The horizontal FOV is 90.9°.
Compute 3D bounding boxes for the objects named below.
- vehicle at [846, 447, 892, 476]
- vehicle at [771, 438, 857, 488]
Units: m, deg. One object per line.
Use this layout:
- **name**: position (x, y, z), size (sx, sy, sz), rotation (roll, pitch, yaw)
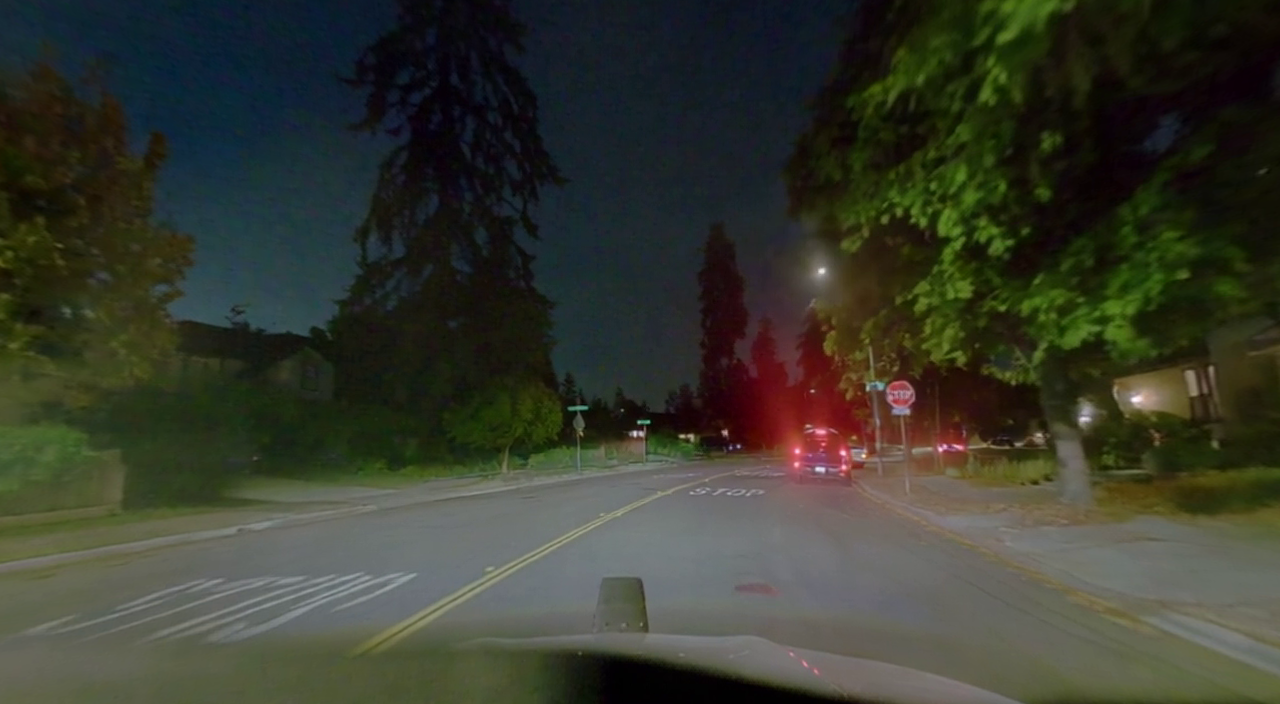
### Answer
- **vehicle**: position (13.341, 6.331, 36.570), size (2.083, 1.493, 5.037), rotation (-3, -10, 24)
- **vehicle**: position (6.663, 4.094, 23.702), size (2.692, 1.649, 4.689), rotation (-3, -9, 19)
